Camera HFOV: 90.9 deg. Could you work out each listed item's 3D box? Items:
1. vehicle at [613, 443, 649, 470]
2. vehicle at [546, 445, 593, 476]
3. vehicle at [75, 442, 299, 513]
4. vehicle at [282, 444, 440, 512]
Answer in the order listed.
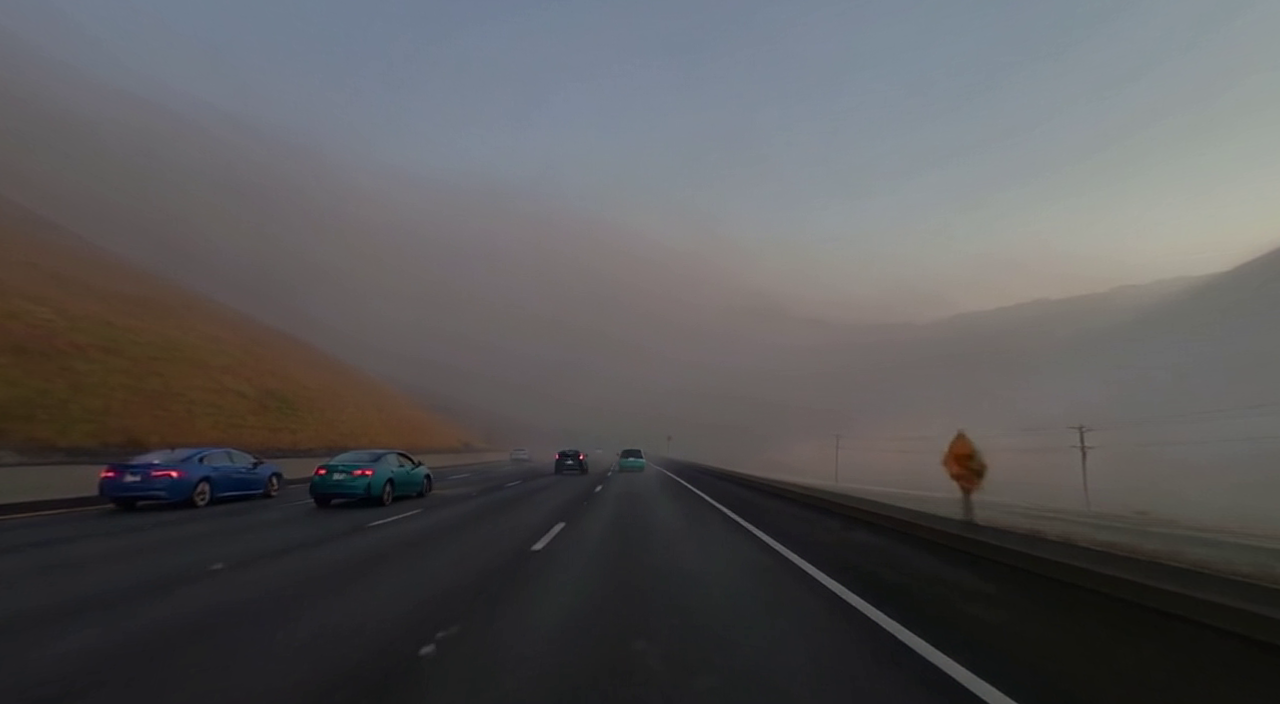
[{"bbox_3d":[-0.637,6.868,41.706,2.225,1.674,4.044,0,-8,-2],"label":"vehicle"},{"bbox_3d":[-3.815,5.932,34.817,2.144,1.505,4.649,0,-8,-1],"label":"vehicle"},{"bbox_3d":[-11.095,3.069,16.067,2.048,1.501,4.898,0,-8,0],"label":"vehicle"},{"bbox_3d":[-6.799,3.080,15.980,1.991,1.441,4.265,0,-8,1],"label":"vehicle"}]
